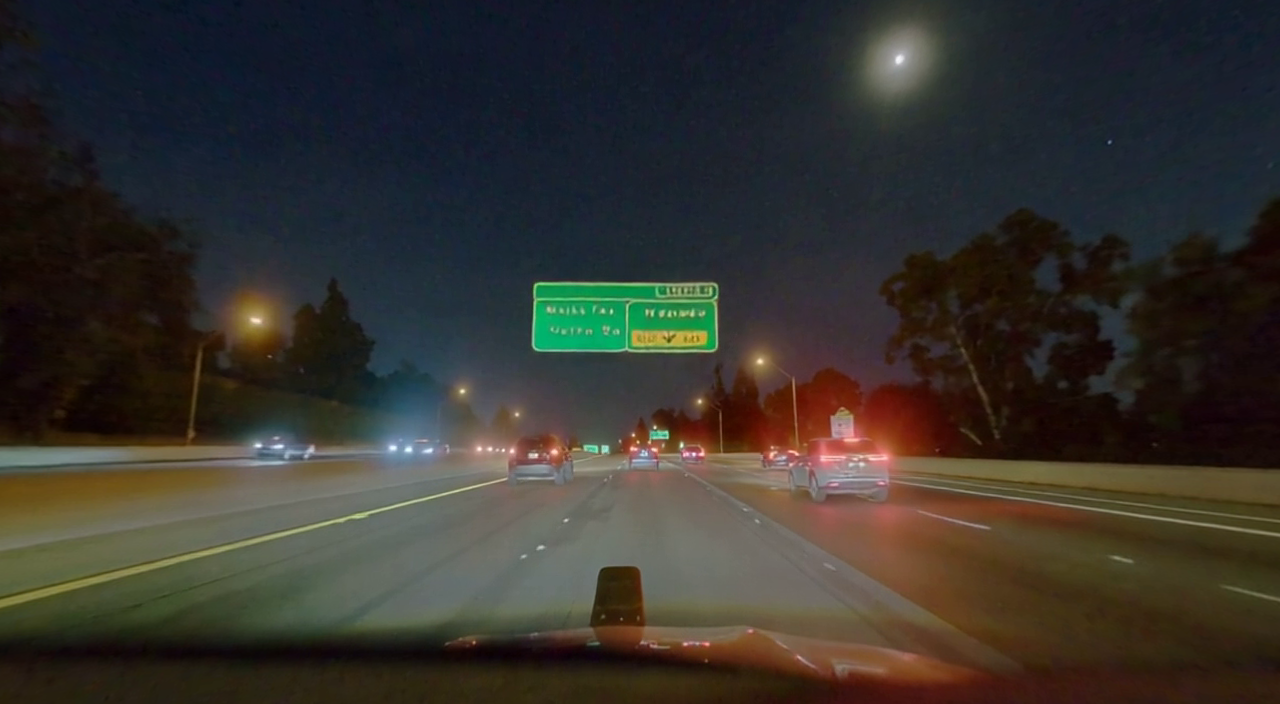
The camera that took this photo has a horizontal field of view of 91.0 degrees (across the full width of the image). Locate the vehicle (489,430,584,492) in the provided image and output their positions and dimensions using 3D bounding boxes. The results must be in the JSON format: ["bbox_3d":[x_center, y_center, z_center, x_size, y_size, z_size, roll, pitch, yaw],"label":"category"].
[{"bbox_3d":[-3.226,3.535,20.730,2.199,1.777,4.790,0,-9,1],"label":"vehicle"}]

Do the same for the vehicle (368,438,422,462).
[{"bbox_3d":[-18.496,7.436,47.785,2.019,1.714,4.907,0,-9,0],"label":"vehicle"}]

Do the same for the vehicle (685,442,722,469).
[{"bbox_3d":[4.231,7.014,42.845,2.022,1.682,4.226,1,-9,-1],"label":"vehicle"}]

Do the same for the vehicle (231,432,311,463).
[{"bbox_3d":[-26.087,6.807,44.794,2.182,2.016,5.695,0,-9,0],"label":"vehicle"}]

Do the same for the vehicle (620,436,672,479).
[{"bbox_3d":[0.243,4.723,28.384,2.181,1.728,3.970,1,-9,0],"label":"vehicle"}]

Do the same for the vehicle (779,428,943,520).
[{"bbox_3d":[4.628,2.627,14.081,2.041,1.669,4.712,0,-9,1],"label":"vehicle"}]
